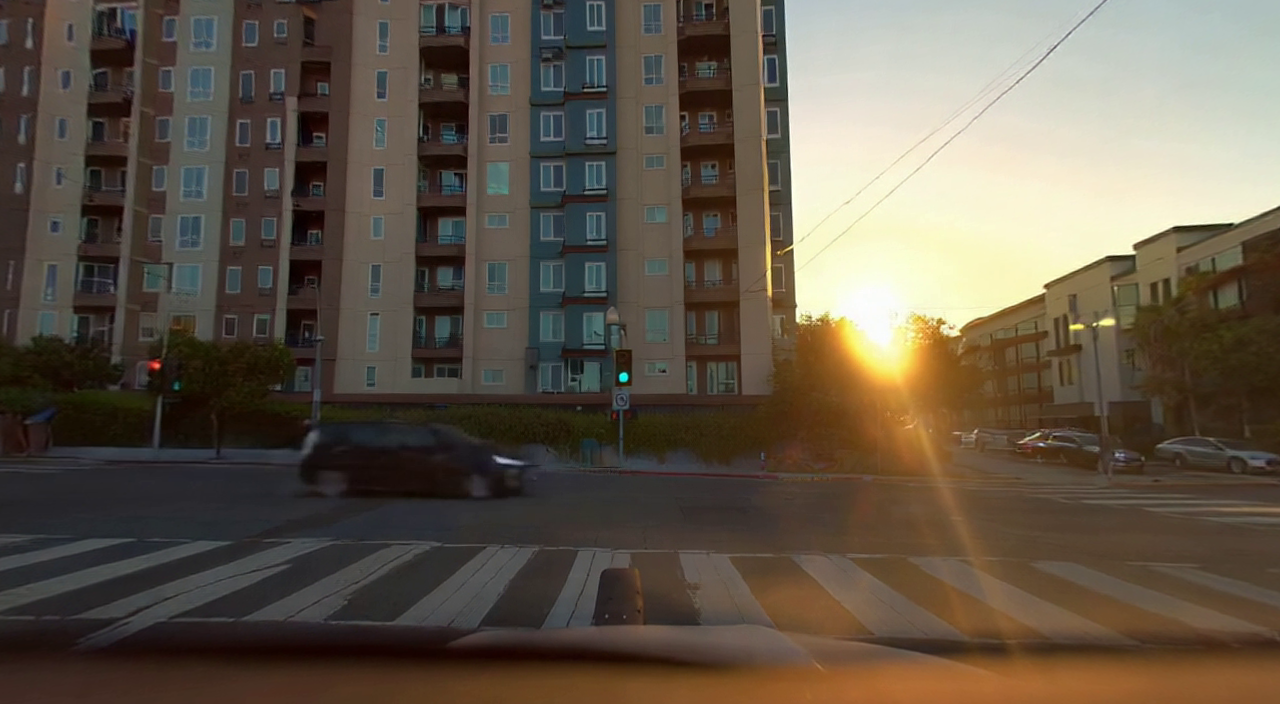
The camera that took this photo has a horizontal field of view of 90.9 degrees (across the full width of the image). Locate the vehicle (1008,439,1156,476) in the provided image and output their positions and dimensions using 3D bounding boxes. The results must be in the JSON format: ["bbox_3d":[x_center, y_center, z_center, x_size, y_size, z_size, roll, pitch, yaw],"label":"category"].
[{"bbox_3d":[18.577,4.460,26.679,4.823,1.458,1.914,0,-9,-1],"label":"vehicle"}]

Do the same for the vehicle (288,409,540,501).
[{"bbox_3d":[-4.726,2.237,13.847,4.724,1.834,2.068,0,-9,-1],"label":"vehicle"}]
